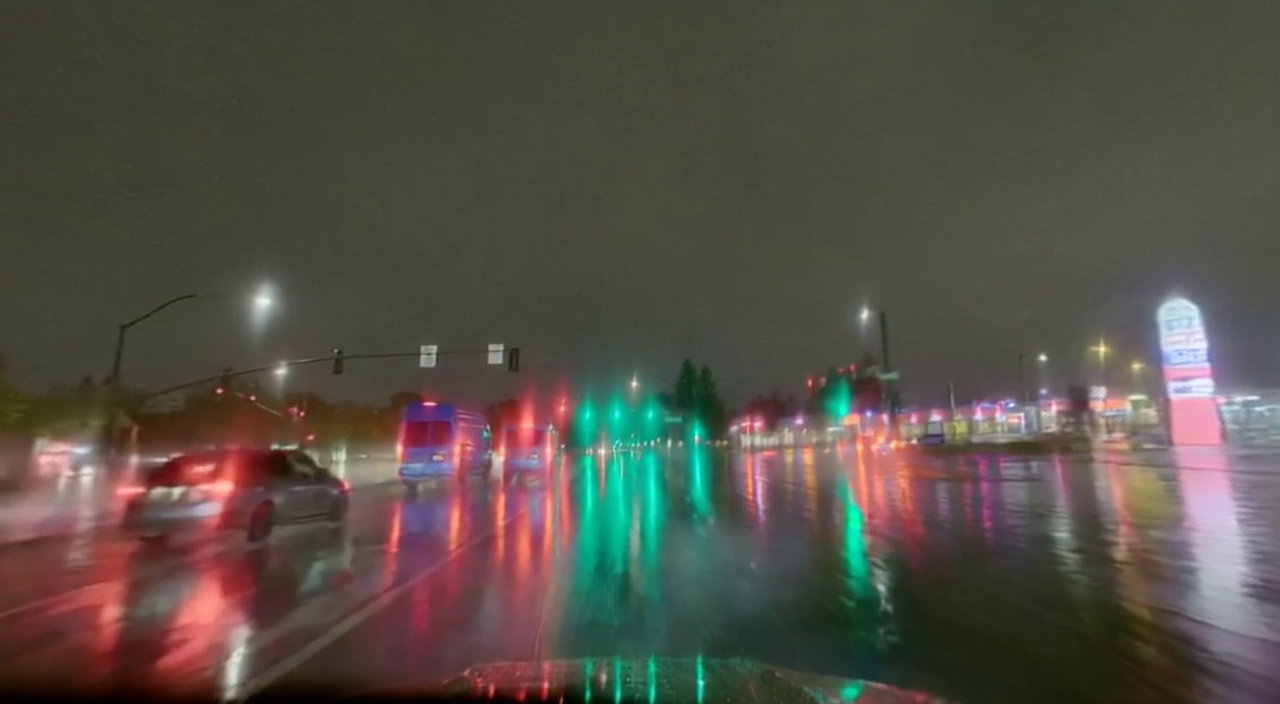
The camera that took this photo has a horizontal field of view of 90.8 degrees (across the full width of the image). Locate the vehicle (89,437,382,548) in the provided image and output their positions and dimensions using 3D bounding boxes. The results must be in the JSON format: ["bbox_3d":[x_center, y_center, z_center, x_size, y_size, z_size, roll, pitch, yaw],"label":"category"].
[{"bbox_3d":[-6.480,2.252,11.010,1.993,1.490,4.768,0,-8,-1],"label":"vehicle"}]

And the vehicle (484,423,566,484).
[{"bbox_3d":[-4.132,3.775,23.737,2.206,2.007,5.190,0,-8,-1],"label":"vehicle"}]

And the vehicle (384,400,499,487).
[{"bbox_3d":[-6.839,3.257,22.637,2.405,2.696,5.561,0,-8,-2],"label":"vehicle"}]
